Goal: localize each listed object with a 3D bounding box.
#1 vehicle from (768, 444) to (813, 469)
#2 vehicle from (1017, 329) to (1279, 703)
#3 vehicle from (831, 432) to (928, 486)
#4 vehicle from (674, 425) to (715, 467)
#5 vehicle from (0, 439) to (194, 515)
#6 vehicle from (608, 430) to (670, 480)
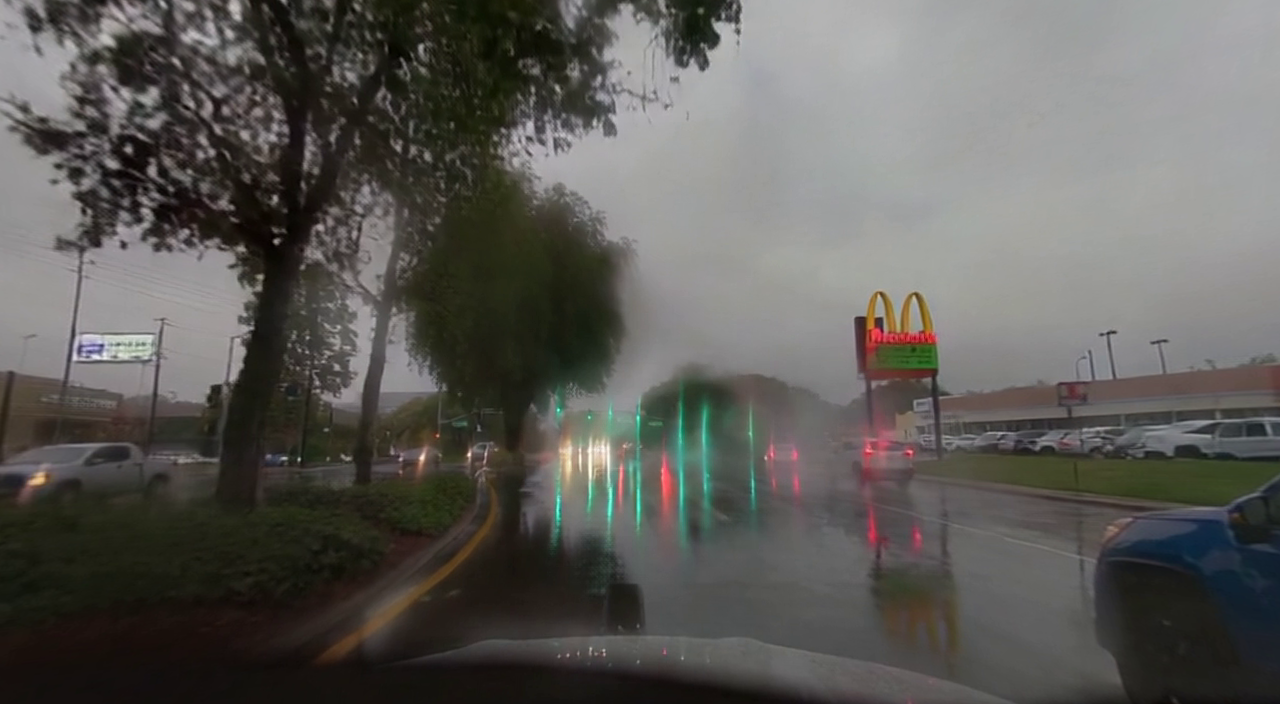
[{"bbox_3d":[9.425,6.561,39.829,1.879,1.517,4.006,0,-9,0],"label":"vehicle"},{"bbox_3d":[3.422,0.680,1.676,2.076,1.716,4.416,0,-9,0],"label":"vehicle"},{"bbox_3d":[8.814,3.971,23.701,1.977,1.786,4.344,0,-9,2],"label":"vehicle"},{"bbox_3d":[3.576,6.252,42.061,2.239,2.586,4.586,0,-8,-1],"label":"vehicle"},{"bbox_3d":[-14.408,3.231,16.658,2.136,1.676,4.371,-1,-9,-2],"label":"vehicle"},{"bbox_3d":[-0.078,4.347,26.880,2.402,1.938,4.535,0,-9,-1],"label":"vehicle"}]
